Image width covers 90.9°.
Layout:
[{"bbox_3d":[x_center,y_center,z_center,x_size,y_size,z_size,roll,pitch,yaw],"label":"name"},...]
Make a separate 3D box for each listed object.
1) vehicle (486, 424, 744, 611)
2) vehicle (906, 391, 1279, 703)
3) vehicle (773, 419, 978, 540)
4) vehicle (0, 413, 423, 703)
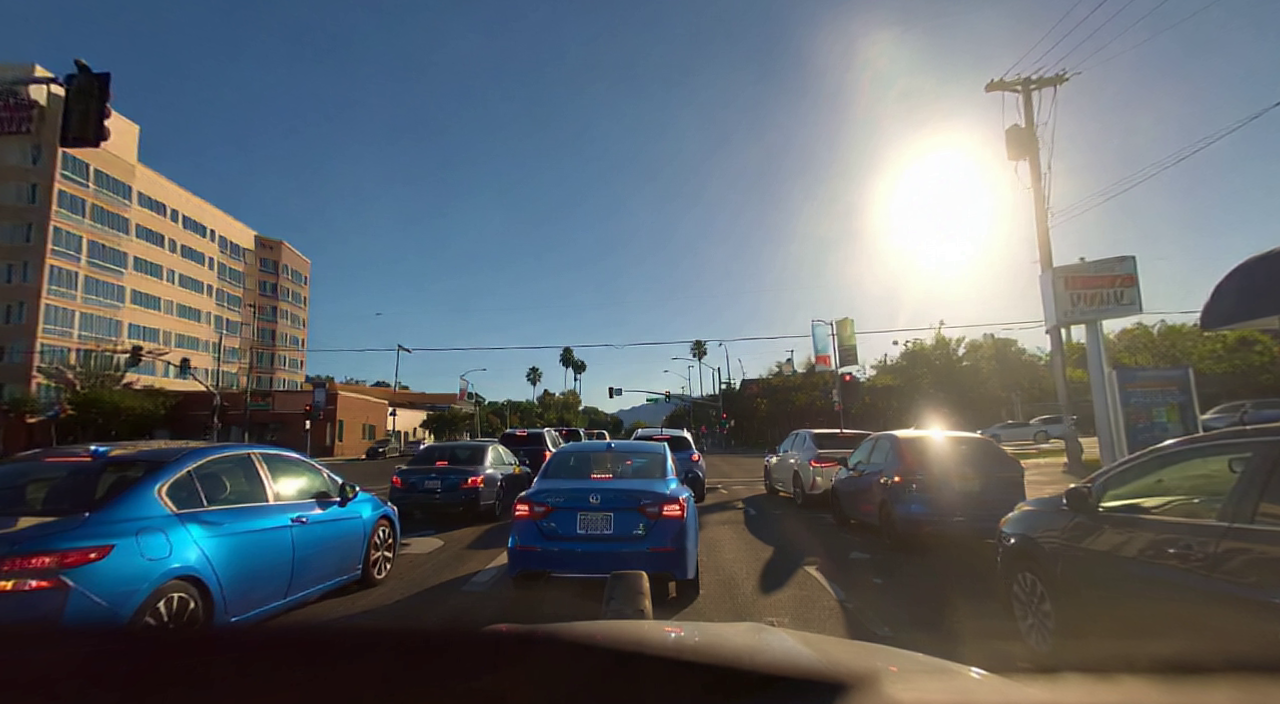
[{"bbox_3d":[-0.190,1.623,7.107,2.059,1.477,3.988,0,-8,0],"label":"vehicle"},{"bbox_3d":[3.402,1.069,3.493,1.981,1.499,4.536,0,-8,2],"label":"vehicle"},{"bbox_3d":[3.760,2.104,11.034,2.007,1.683,4.171,0,-8,1],"label":"vehicle"},{"bbox_3d":[-3.410,1.299,4.718,1.980,1.454,4.226,0,-8,1],"label":"vehicle"}]
